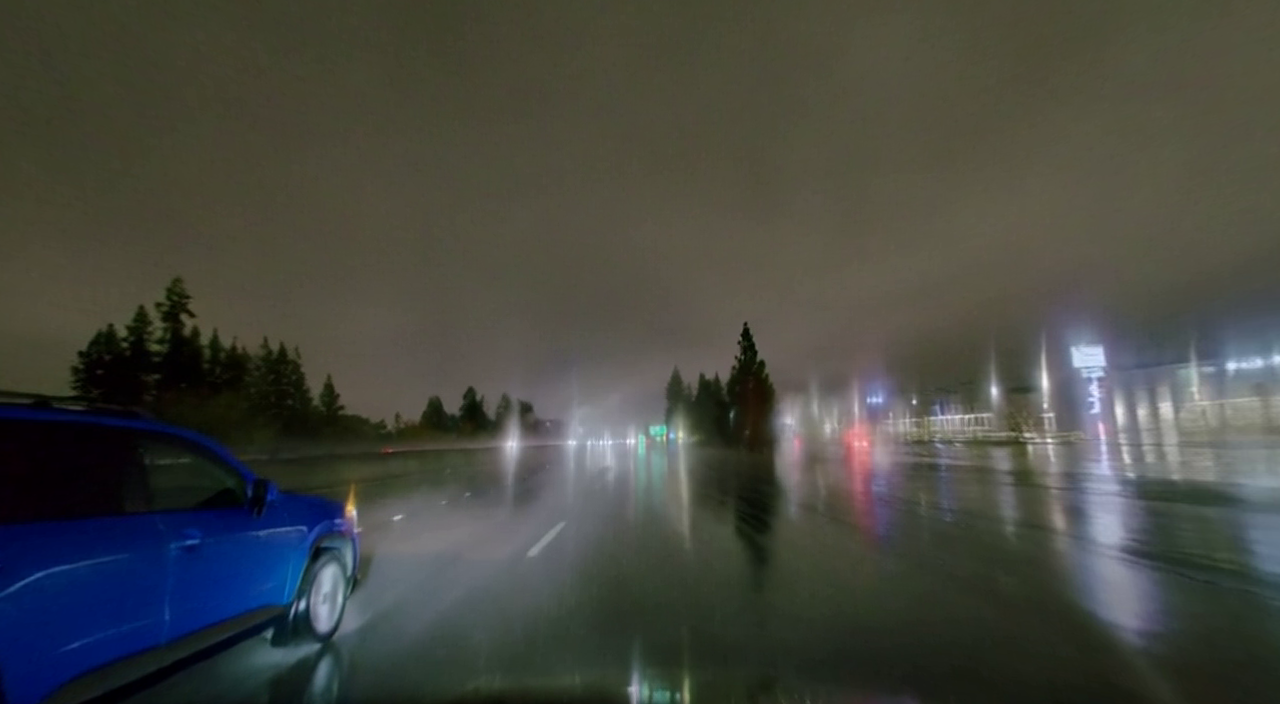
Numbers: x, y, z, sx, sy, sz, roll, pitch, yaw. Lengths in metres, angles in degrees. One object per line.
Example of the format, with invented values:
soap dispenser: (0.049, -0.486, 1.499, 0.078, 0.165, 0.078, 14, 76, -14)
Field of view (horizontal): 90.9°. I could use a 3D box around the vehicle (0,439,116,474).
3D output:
vehicle: (-27.229, 4.815, 29.241, 1.911, 1.474, 4.571, 0, -8, 0)
